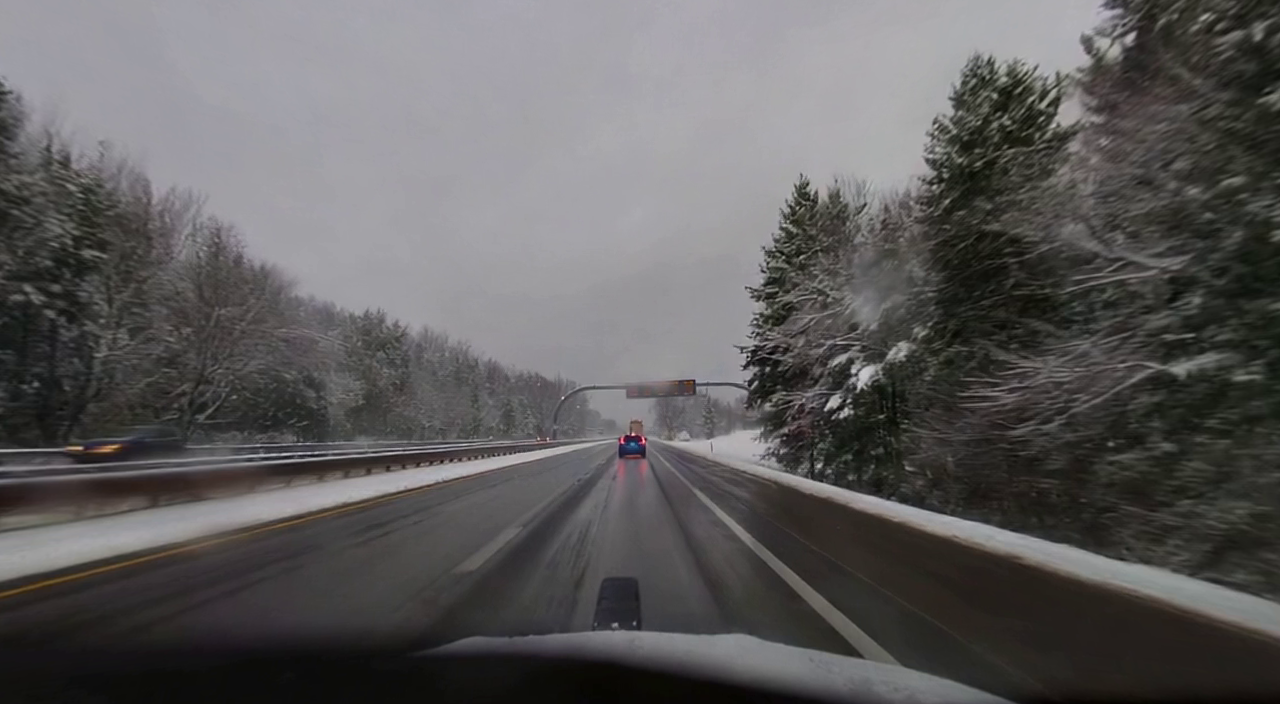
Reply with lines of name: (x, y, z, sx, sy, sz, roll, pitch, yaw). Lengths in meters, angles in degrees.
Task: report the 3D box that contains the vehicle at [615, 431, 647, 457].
vehicle: (-0.640, 6.574, 45.147, 2.180, 1.717, 4.139, 0, -8, -1)
